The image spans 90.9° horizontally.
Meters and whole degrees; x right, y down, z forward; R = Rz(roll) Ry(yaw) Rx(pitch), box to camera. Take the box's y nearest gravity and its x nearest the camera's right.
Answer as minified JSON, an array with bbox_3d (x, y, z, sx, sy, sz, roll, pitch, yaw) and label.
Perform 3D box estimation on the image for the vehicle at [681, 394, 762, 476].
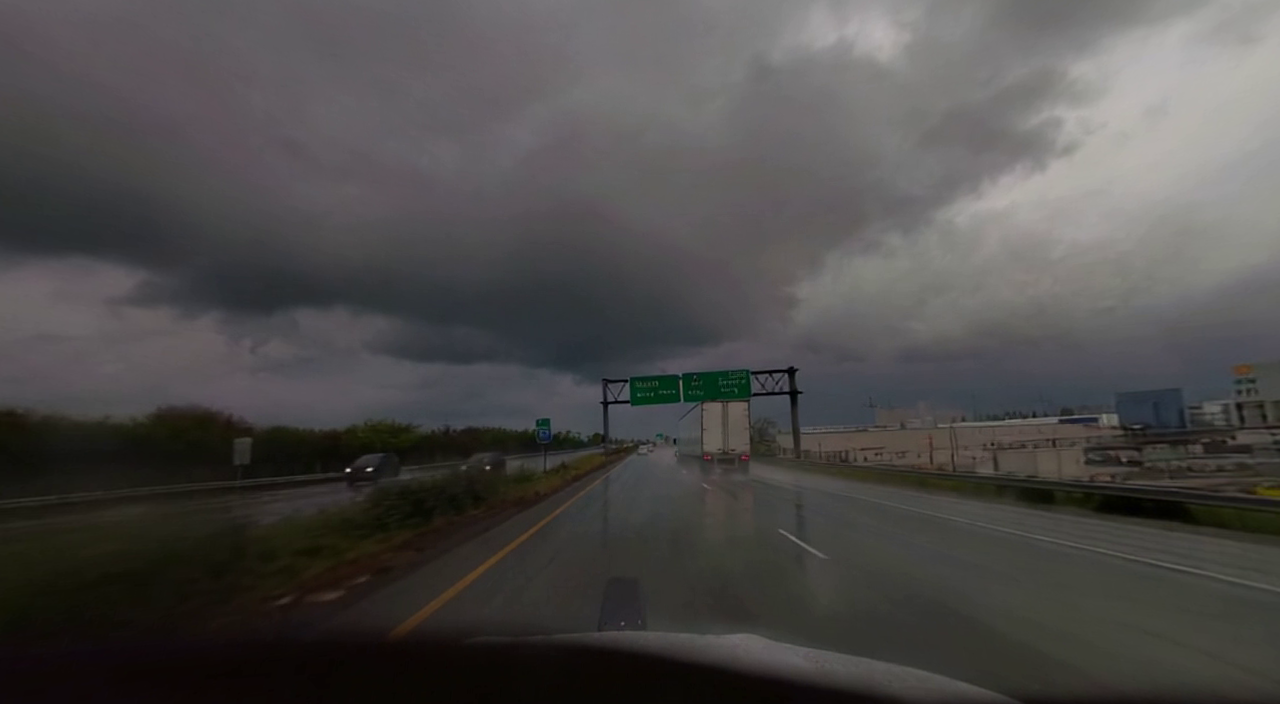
[{"bbox_3d":[4.458,5.118,38.068,3.038,4.047,13.741,0,-9,0],"label":"vehicle"}]

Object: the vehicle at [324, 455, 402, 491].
[{"bbox_3d":[-13.170,5.780,30.294,1.868,1.531,4.082,0,-9,0],"label":"vehicle"}]

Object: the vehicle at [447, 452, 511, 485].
[{"bbox_3d":[-7.962,5.803,31.587,2.007,1.466,4.320,0,-9,1],"label":"vehicle"}]
